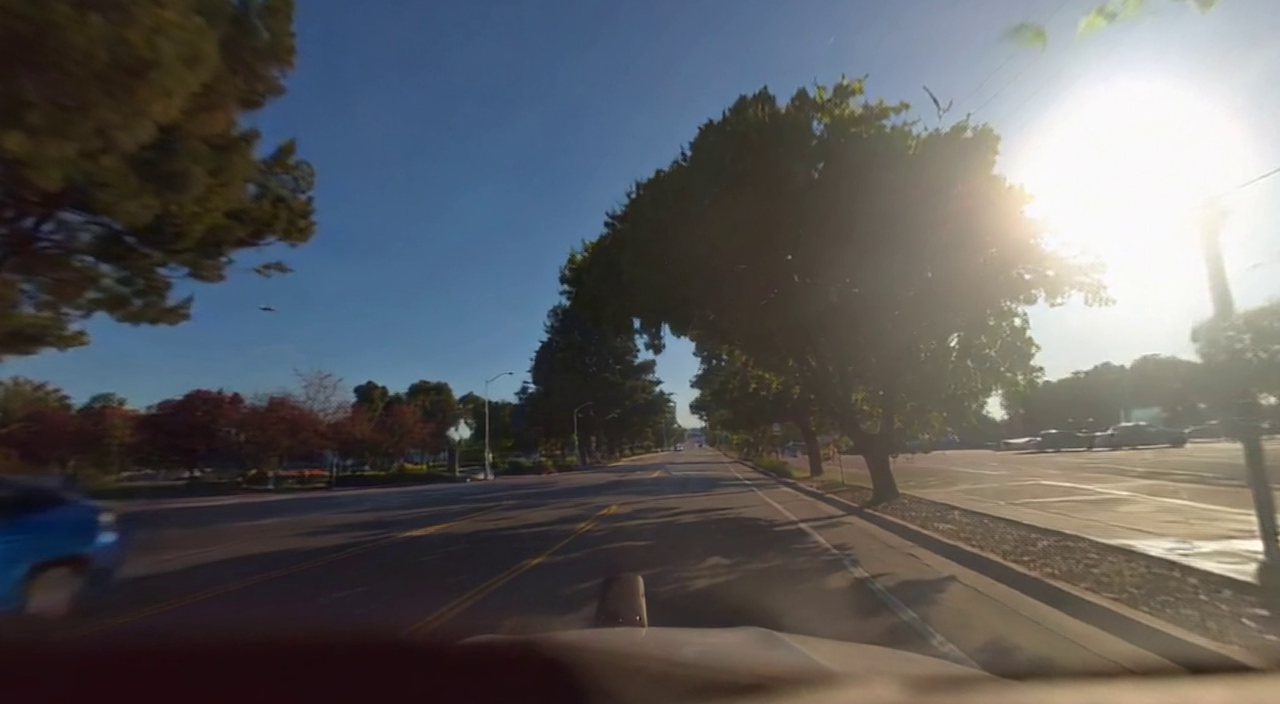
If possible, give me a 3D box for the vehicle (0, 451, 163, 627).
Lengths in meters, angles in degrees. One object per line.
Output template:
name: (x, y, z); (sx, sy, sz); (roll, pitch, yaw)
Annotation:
vehicle: (-6.518, 1.549, 4.880); (1.926, 1.465, 4.433); (-2, -8, 6)
